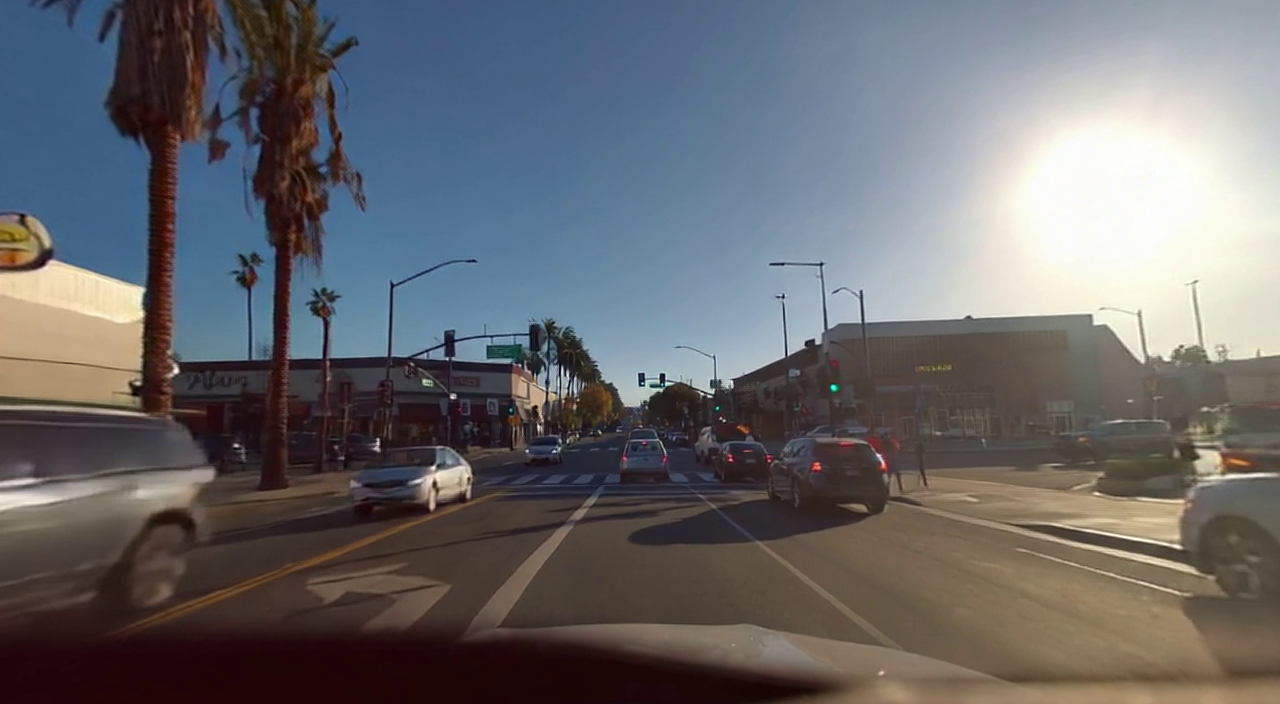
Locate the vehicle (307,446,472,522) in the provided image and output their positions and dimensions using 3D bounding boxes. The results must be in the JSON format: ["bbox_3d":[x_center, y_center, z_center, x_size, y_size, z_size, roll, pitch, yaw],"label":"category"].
[{"bbox_3d":[-5.525,2.923,14.692,2.009,1.461,4.484,0,-8,0],"label":"vehicle"}]

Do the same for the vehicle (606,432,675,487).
[{"bbox_3d":[-0.022,3.886,23.156,2.264,1.798,4.531,0,-8,-1],"label":"vehicle"}]

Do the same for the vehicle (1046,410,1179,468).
[{"bbox_3d":[17.045,3.087,22.830,3.704,1.556,1.790,-4,-2,-14],"label":"vehicle"}]

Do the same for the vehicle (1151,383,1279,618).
[{"bbox_3d":[6.218,0.987,3.692,1.981,1.893,5.238,0,-8,-1],"label":"vehicle"}]

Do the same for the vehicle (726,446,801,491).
[{"bbox_3d":[4.373,4.163,23.098,1.963,1.449,4.653,-1,-8,2],"label":"vehicle"}]

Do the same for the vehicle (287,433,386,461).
[{"bbox_3d":[-20.728,6.501,43.271,5.674,1.804,2.190,-1,-8,6],"label":"vehicle"}]

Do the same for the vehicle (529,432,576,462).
[{"bbox_3d":[-5.620,6.214,41.299,2.324,1.808,4.946,0,-8,1],"label":"vehicle"}]

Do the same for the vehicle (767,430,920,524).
[{"bbox_3d":[4.231,2.655,14.006,2.070,1.711,4.480,-1,-8,3],"label":"vehicle"}]

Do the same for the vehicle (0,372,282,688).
[{"bbox_3d":[-4.785,1.063,3.912,2.341,1.762,4.865,0,-8,-1],"label":"vehicle"}]
